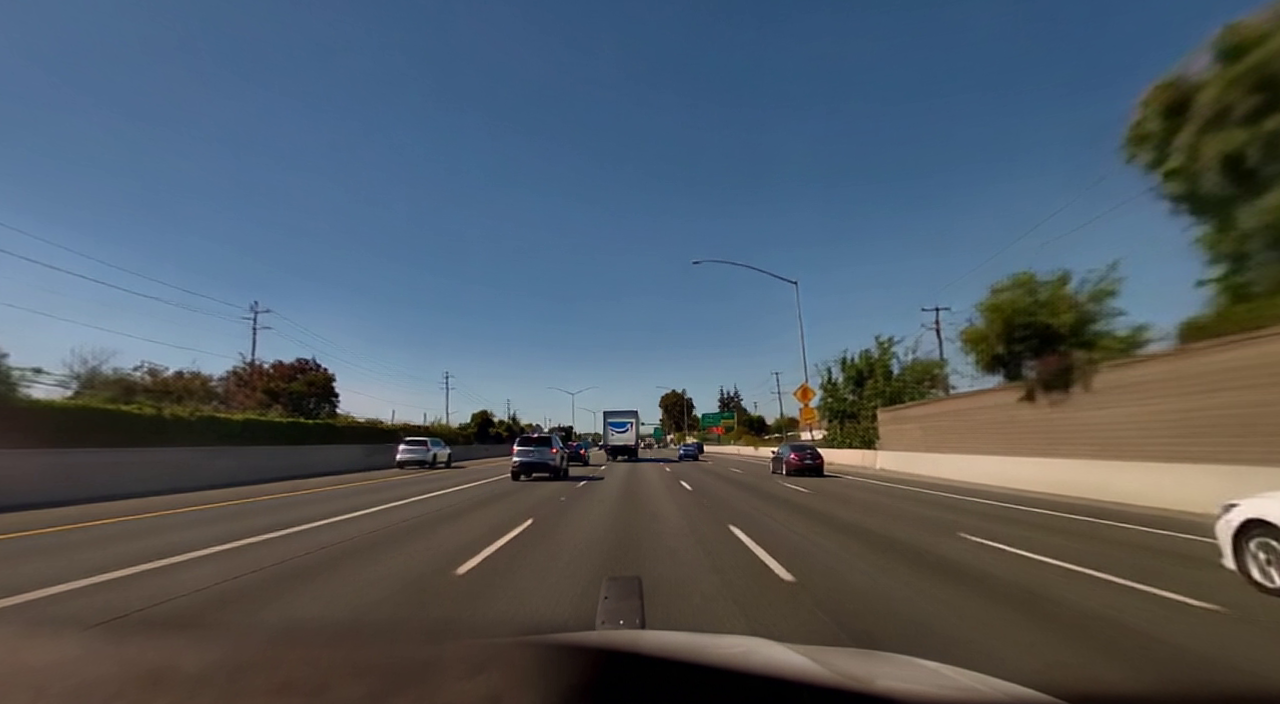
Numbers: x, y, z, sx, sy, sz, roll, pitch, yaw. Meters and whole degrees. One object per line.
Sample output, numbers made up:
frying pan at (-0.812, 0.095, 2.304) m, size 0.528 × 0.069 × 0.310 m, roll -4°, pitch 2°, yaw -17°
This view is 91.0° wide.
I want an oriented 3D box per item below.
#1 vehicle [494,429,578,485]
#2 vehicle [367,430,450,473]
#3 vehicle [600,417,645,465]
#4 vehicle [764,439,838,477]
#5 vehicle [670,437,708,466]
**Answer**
vehicle at (-3.405, 3.536, 21.497) m, size 2.095 × 1.688 × 4.188 m, roll 0°, pitch -8°, yaw 1°
vehicle at (-10.146, 4.404, 27.968) m, size 2.023 × 1.739 × 4.229 m, roll 0°, pitch -8°, yaw 0°
vehicle at (-0.966, 5.502, 38.783) m, size 2.456 × 2.705 × 6.251 m, roll 0°, pitch -8°, yaw 1°
vehicle at (6.977, 4.648, 27.848) m, size 1.970 × 1.499 × 4.491 m, roll 1°, pitch -8°, yaw -2°
vehicle at (2.996, 6.153, 38.971) m, size 2.067 × 1.654 × 3.985 m, roll 0°, pitch -8°, yaw 1°
